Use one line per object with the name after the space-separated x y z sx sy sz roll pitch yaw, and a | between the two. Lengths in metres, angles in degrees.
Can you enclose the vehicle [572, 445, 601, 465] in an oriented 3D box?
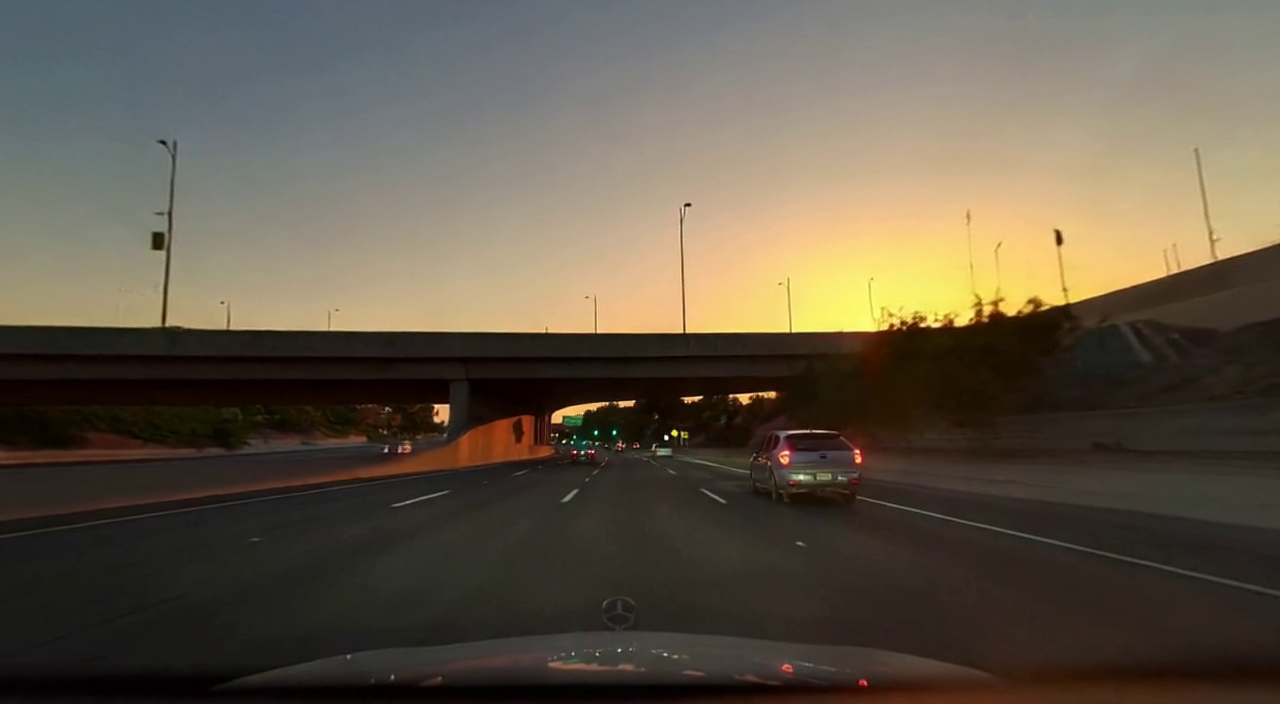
-4.152 8.125 49.983 2.037 1.514 4.335 0 -9 -1 | vehicle
